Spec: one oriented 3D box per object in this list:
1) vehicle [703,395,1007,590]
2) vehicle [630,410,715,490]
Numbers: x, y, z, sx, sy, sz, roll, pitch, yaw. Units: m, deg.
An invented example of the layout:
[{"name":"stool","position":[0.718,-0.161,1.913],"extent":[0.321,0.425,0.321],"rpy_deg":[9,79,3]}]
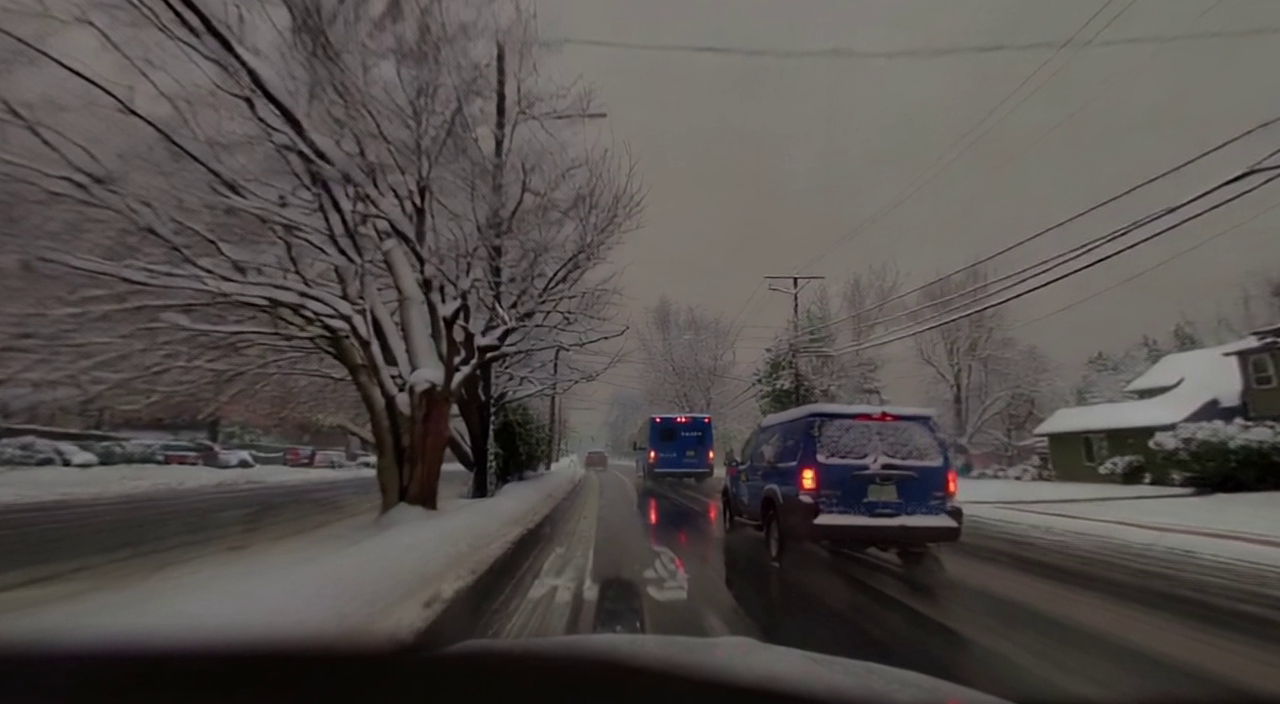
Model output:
[{"name":"vehicle","position":[2.421,1.740,8.834],"extent":[2.194,1.922,4.822],"rpy_deg":[1,-8,-5]},{"name":"vehicle","position":[1.073,3.728,24.332],"extent":[2.406,2.687,5.521],"rpy_deg":[1,-8,-6]}]
